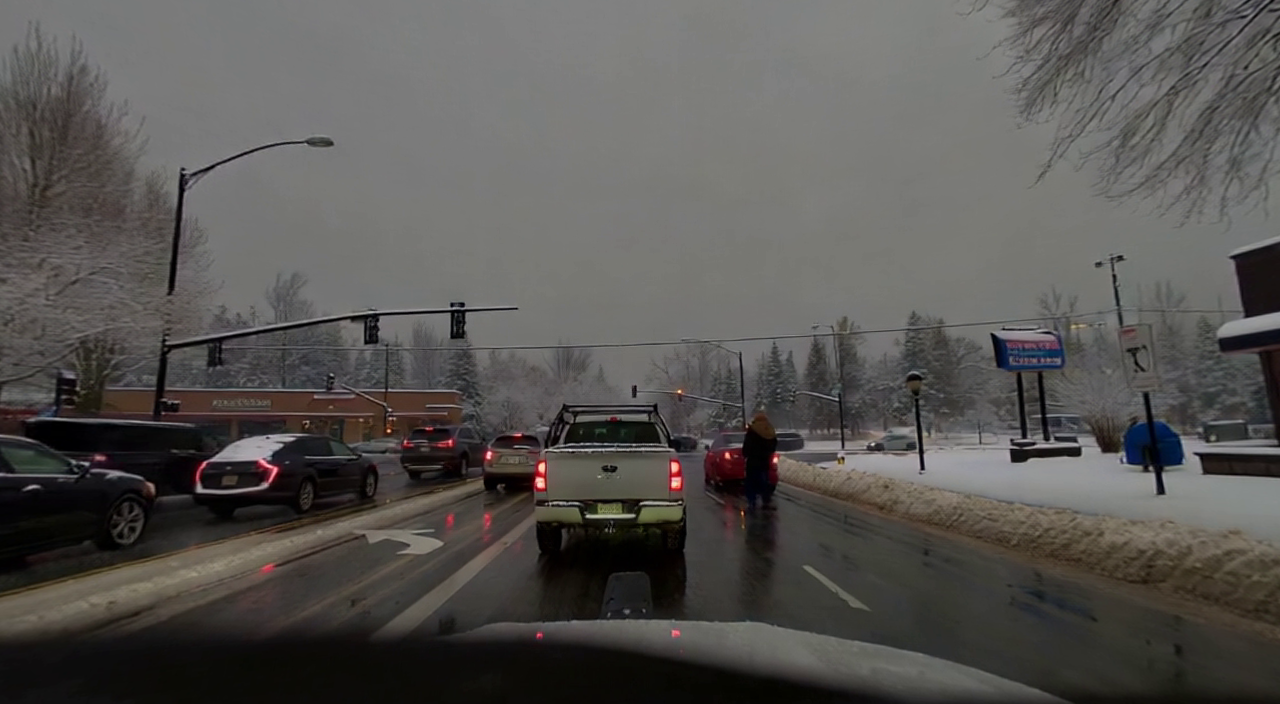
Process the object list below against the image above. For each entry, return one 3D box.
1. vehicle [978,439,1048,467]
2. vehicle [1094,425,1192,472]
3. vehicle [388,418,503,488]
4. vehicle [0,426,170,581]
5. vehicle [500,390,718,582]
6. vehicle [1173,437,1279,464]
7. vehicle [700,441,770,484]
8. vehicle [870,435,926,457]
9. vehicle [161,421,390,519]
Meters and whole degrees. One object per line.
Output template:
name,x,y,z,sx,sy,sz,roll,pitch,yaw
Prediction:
vehicle,20.096,5.409,33.927,3.836,1.443,1.694,5,-10,-35
vehicle,19.226,3.666,24.040,4.156,1.622,1.924,7,-11,-38
vehicle,-6.475,3.438,21.666,2.496,2.112,4.351,0,-8,0
vehicle,-6.963,1.420,5.852,1.831,1.451,4.382,0,-8,-1
vehicle,-0.315,1.596,8.231,2.064,1.817,4.298,0,-8,-1
vehicle,29.718,4.952,31.668,4.176,1.313,1.719,0,-8,2
vehicle,3.425,4.050,23.509,2.023,1.441,4.240,0,-8,1
vehicle,20.098,7.326,49.048,4.361,1.653,2.034,6,-11,-37
vehicle,-7.142,2.358,13.071,1.941,1.655,4.503,0,-8,1
